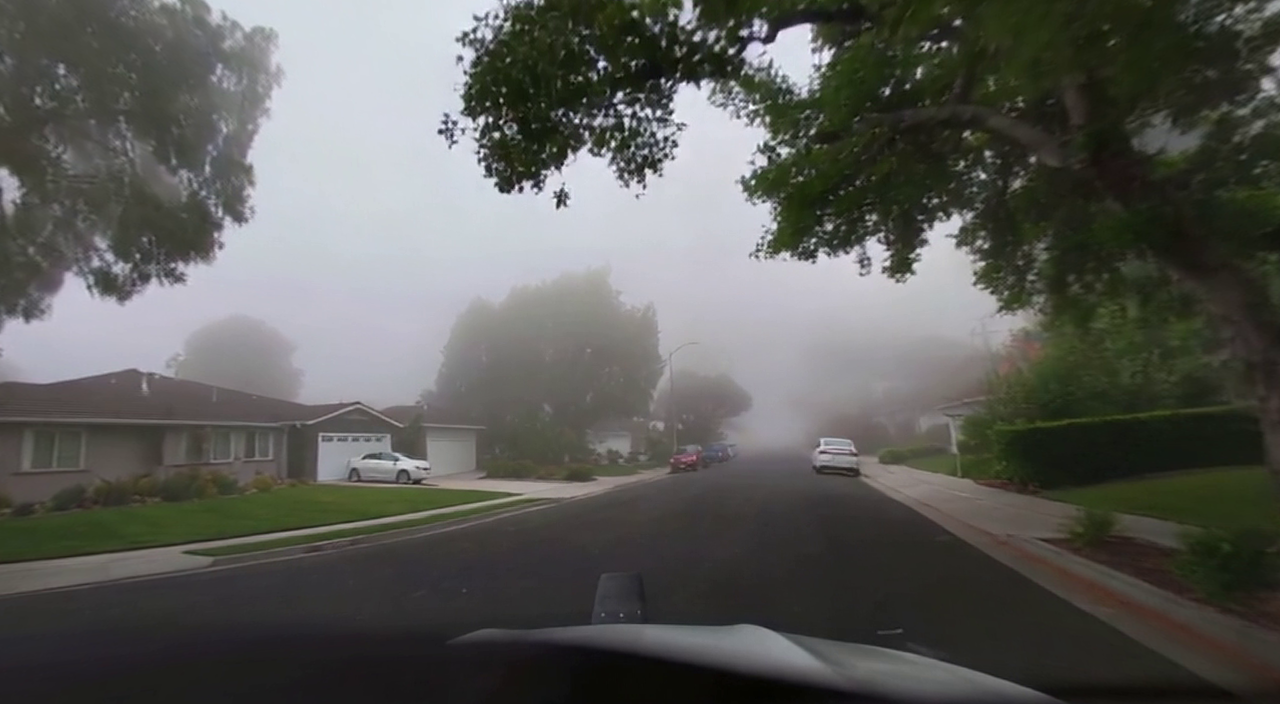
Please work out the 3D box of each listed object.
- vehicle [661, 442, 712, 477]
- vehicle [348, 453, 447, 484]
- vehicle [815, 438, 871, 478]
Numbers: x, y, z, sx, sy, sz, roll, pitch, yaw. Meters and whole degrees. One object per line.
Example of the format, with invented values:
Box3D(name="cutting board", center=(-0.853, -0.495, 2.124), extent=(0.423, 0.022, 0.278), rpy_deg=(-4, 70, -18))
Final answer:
Box3D(name="vehicle", center=(2.977, 6.676, 39.546), extent=(2.208, 1.834, 4.675), rpy_deg=(-8, -10, 13))
Box3D(name="vehicle", center=(-12.334, 5.906, 32.196), extent=(4.404, 1.495, 1.844), rpy_deg=(-2, -9, 15))
Box3D(name="vehicle", center=(8.874, 4.625, 27.919), extent=(2.005, 1.553, 3.984), rpy_deg=(0, -8, 13))
